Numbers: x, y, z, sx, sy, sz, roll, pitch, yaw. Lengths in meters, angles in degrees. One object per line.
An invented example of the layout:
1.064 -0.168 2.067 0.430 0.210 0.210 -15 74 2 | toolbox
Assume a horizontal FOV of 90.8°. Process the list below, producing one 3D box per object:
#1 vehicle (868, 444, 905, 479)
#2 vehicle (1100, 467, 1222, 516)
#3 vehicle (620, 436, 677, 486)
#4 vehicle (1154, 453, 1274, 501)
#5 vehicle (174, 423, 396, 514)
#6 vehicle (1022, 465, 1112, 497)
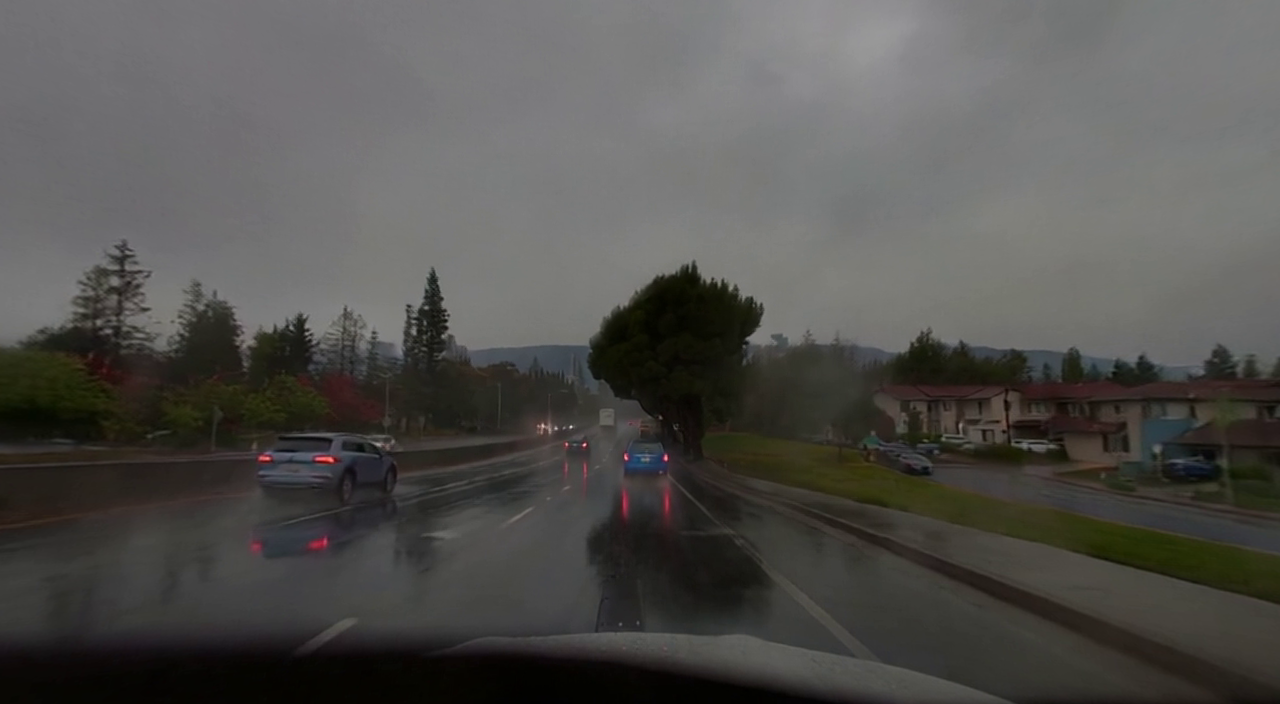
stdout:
17.883 7.915 46.030 1.849 1.958 4.453 -2 -3 13 | vehicle
26.148 6.957 31.941 1.975 1.950 4.526 0 -7 -5 | vehicle
0.333 4.393 25.785 2.125 1.830 4.370 0 -9 0 | vehicle
34.322 7.426 37.959 4.850 1.840 1.939 5 1 22 | vehicle
-7.471 2.512 14.116 1.997 1.650 5.090 0 -9 0 | vehicle
25.588 7.738 38.074 1.862 1.481 4.503 0 -7 -9 | vehicle
